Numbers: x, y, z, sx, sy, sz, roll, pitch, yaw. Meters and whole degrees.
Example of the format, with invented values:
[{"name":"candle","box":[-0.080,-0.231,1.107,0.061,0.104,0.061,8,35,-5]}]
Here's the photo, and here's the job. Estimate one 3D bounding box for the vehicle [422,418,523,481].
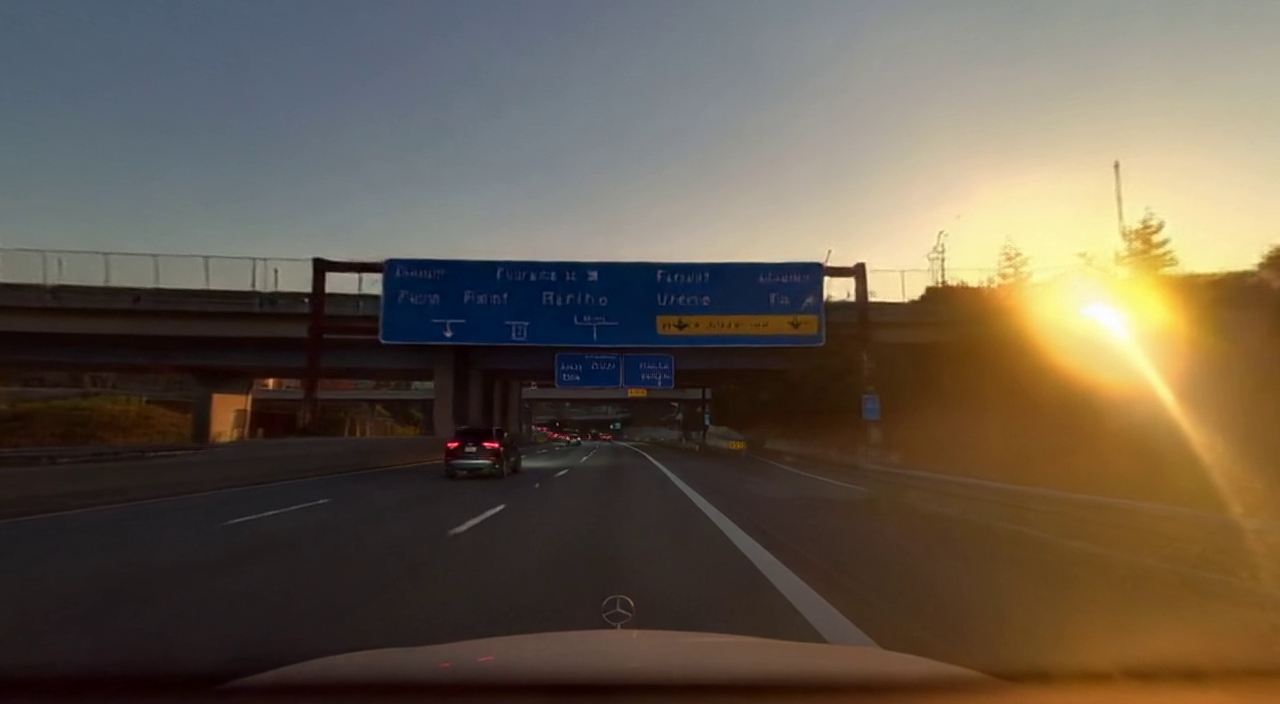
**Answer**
[{"name":"vehicle","box":[-4.992,2.955,19.325,2.007,1.727,4.040,0,-8,0]}]
